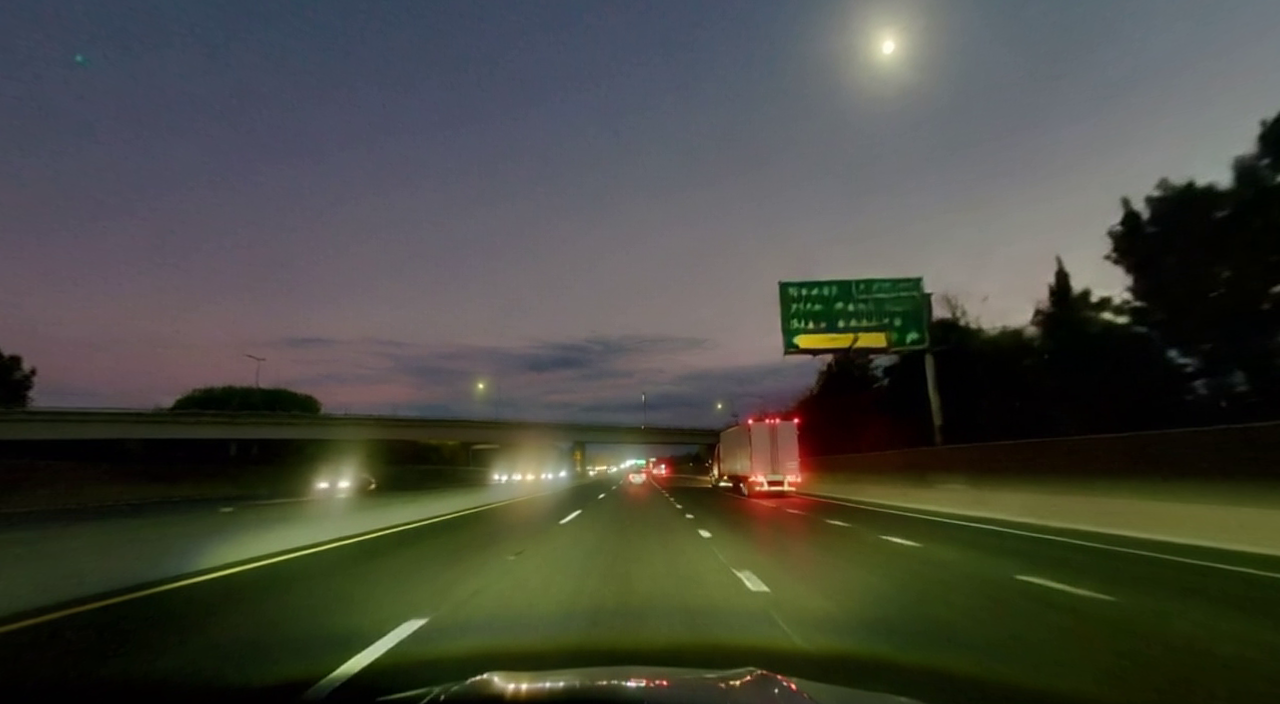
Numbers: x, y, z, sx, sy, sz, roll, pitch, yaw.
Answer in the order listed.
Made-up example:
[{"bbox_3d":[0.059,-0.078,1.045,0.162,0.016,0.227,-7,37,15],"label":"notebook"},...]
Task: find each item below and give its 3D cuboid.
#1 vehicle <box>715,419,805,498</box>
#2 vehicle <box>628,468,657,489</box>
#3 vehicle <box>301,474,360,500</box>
[{"bbox_3d":[7.075,6.845,39.942,2.926,4.073,13.836,1,-10,0],"label":"vehicle"},{"bbox_3d":[0.153,9.283,46.306,2.029,1.459,3.684,1,-10,-1],"label":"vehicle"},{"bbox_3d":[-18.676,8.116,38.152,1.734,1.433,3.465,1,-10,0],"label":"vehicle"}]
